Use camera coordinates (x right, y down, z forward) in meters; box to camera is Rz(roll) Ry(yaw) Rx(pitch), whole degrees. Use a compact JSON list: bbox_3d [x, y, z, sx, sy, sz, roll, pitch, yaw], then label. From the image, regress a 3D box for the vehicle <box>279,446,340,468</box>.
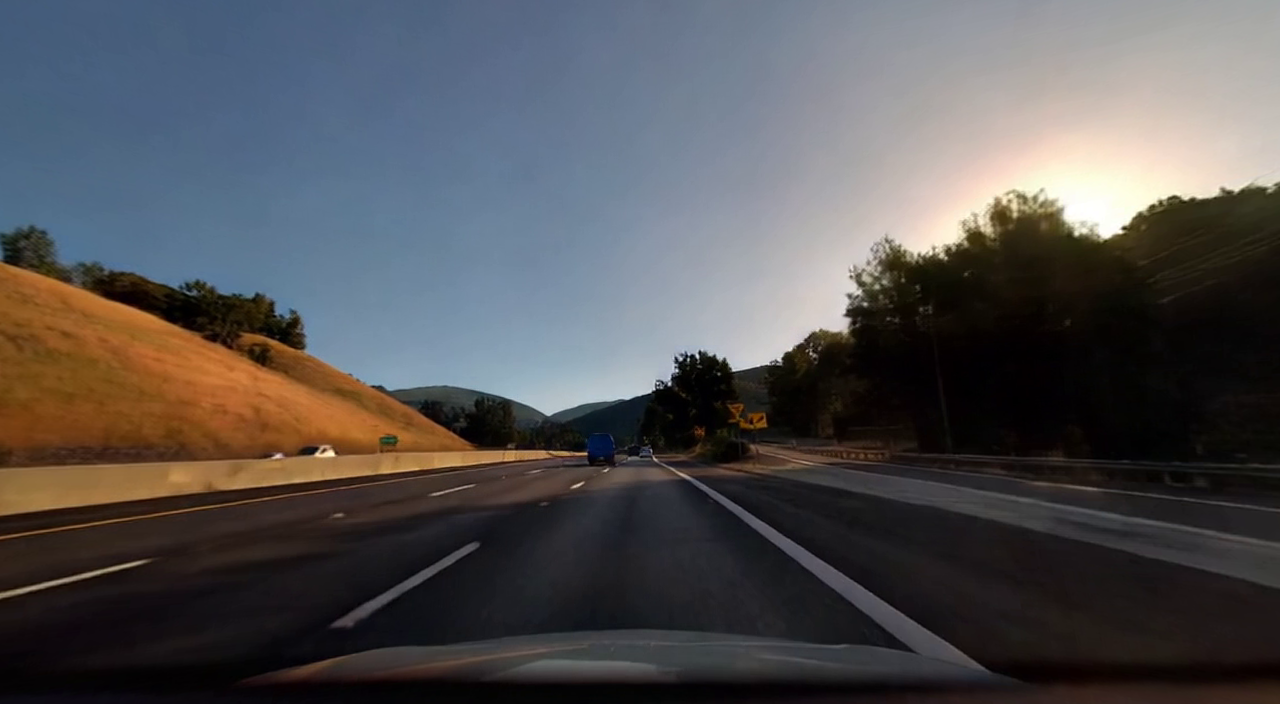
[{"bbox_3d":[-25.798,8.176,49.228,1.964,1.621,5.002,0,-8,1],"label":"vehicle"}]
